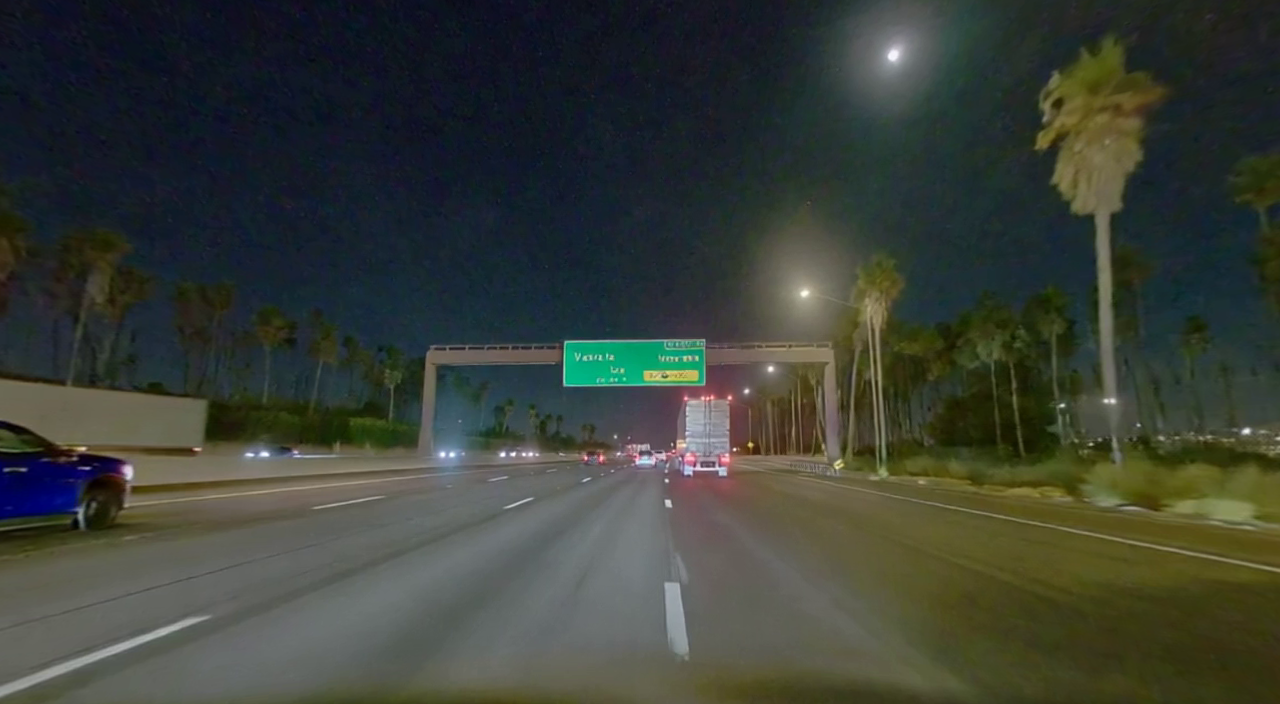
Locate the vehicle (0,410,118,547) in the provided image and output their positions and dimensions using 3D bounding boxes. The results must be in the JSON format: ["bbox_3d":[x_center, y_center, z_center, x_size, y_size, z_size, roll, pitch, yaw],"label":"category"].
[{"bbox_3d":[-9.288,1.486,7.190,2.264,1.728,4.940,0,-9,2],"label":"vehicle"}]

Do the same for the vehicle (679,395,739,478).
[{"bbox_3d":[4.017,5.431,40.121,2.891,4.123,16.415,1,-8,3],"label":"vehicle"}]

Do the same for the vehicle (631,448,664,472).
[{"bbox_3d":[0.576,7.935,46.488,2.287,1.689,4.307,0,-9,3],"label":"vehicle"}]

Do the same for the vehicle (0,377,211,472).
[{"bbox_3d":[-32.784,4.421,36.634,3.050,4.632,16.557,-1,-9,4],"label":"vehicle"}]
